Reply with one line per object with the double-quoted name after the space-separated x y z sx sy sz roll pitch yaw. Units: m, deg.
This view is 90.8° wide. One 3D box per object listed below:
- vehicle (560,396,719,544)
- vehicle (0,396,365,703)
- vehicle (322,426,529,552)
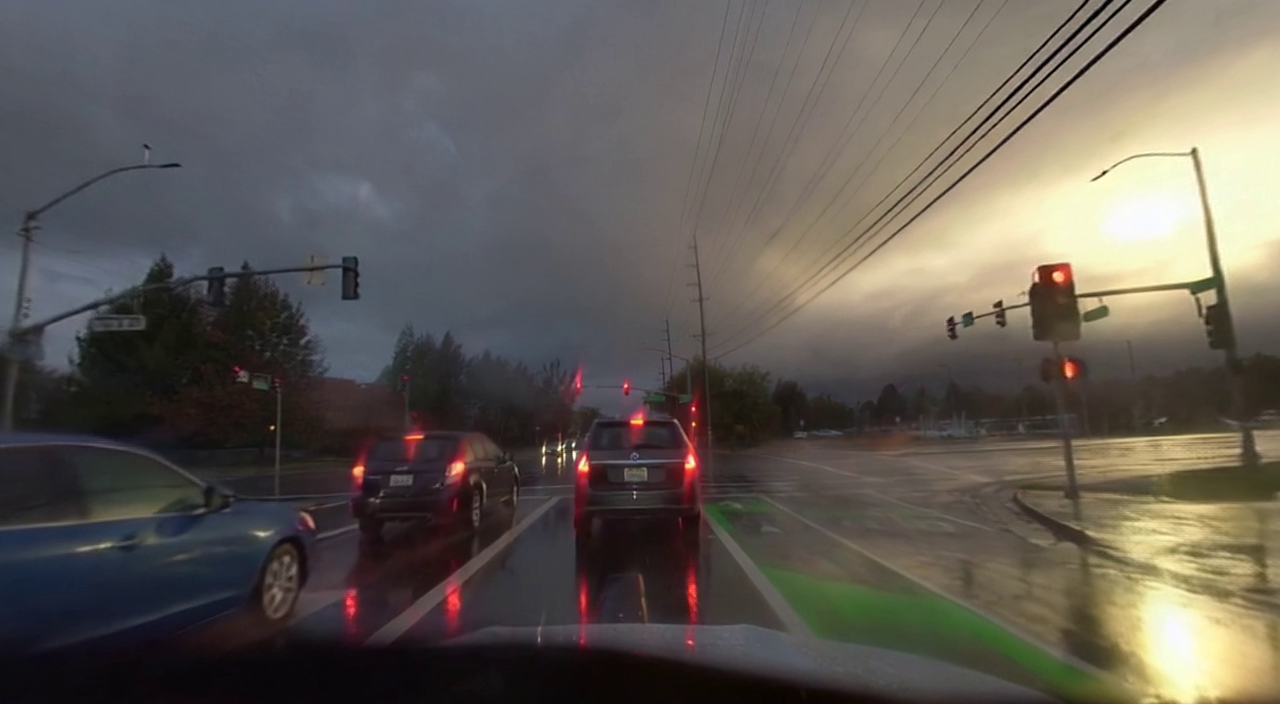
-0.045 1.934 10.782 2.036 1.885 5.196 0 -9 -1 "vehicle"
-3.484 0.979 2.863 2.138 1.488 5.327 0 -7 -1 "vehicle"
-2.944 1.975 9.642 1.726 1.506 3.840 0 -9 1 "vehicle"
